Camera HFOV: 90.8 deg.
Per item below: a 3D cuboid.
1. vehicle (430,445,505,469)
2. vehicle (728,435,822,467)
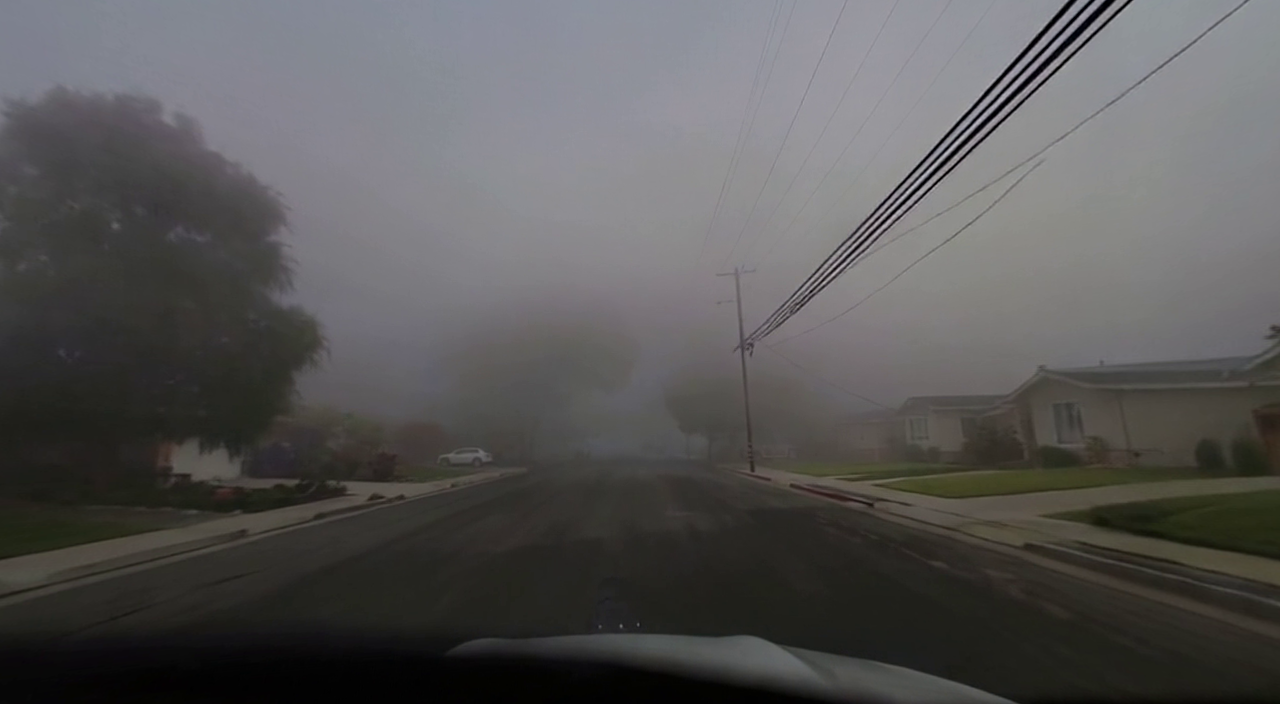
[{"bbox_3d":[-11.159,6.807,41.133,4.371,1.482,1.954,0,-9,-2],"label":"vehicle"},{"bbox_3d":[9.308,6.894,44.024,5.890,1.896,2.459,-2,-9,-3],"label":"vehicle"}]
